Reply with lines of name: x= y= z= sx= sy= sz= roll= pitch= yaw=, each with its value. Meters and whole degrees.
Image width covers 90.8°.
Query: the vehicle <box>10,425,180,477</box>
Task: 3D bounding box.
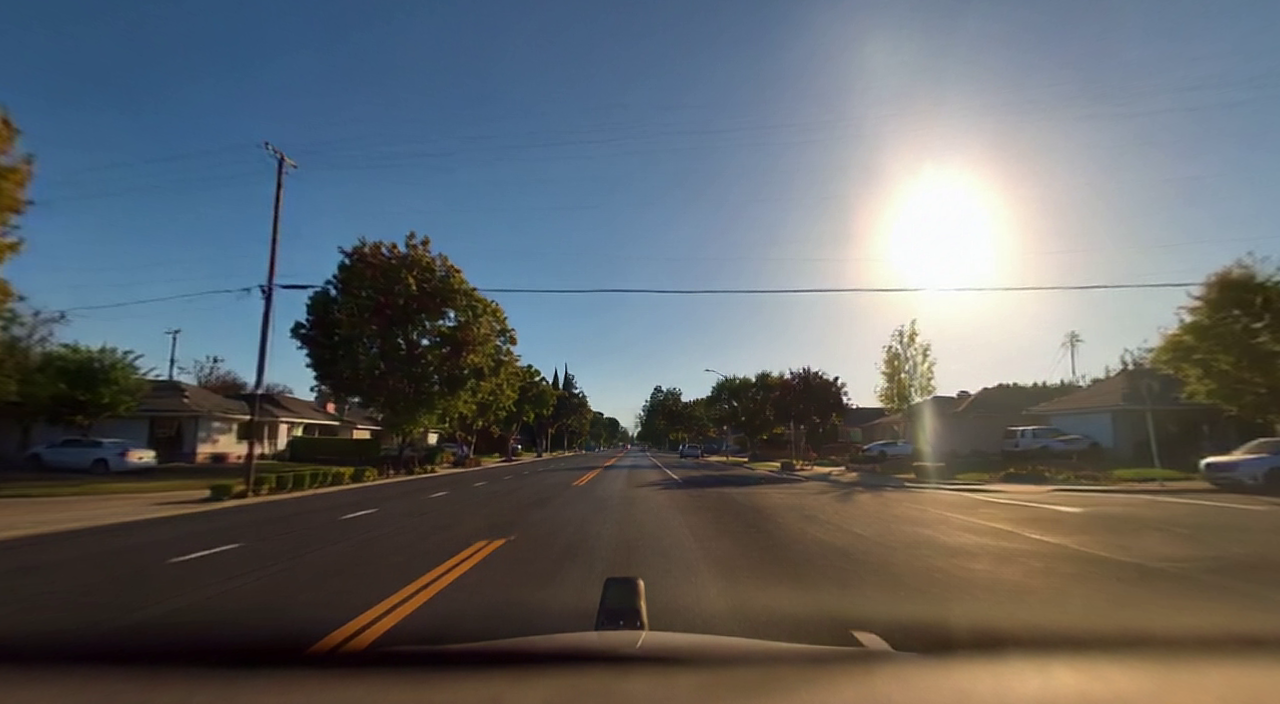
vehicle: x=-22.274 y=4.064 z=26.030 sx=4.722 sy=1.983 sz=2.346 roll=-1 pitch=-8 yaw=-2

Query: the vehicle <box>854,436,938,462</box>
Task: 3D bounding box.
vehicle: x=16.327 y=6.192 z=40.459 sx=4.443 sy=1.497 sz=2.168 roll=-1 pitch=-9 yaw=0
